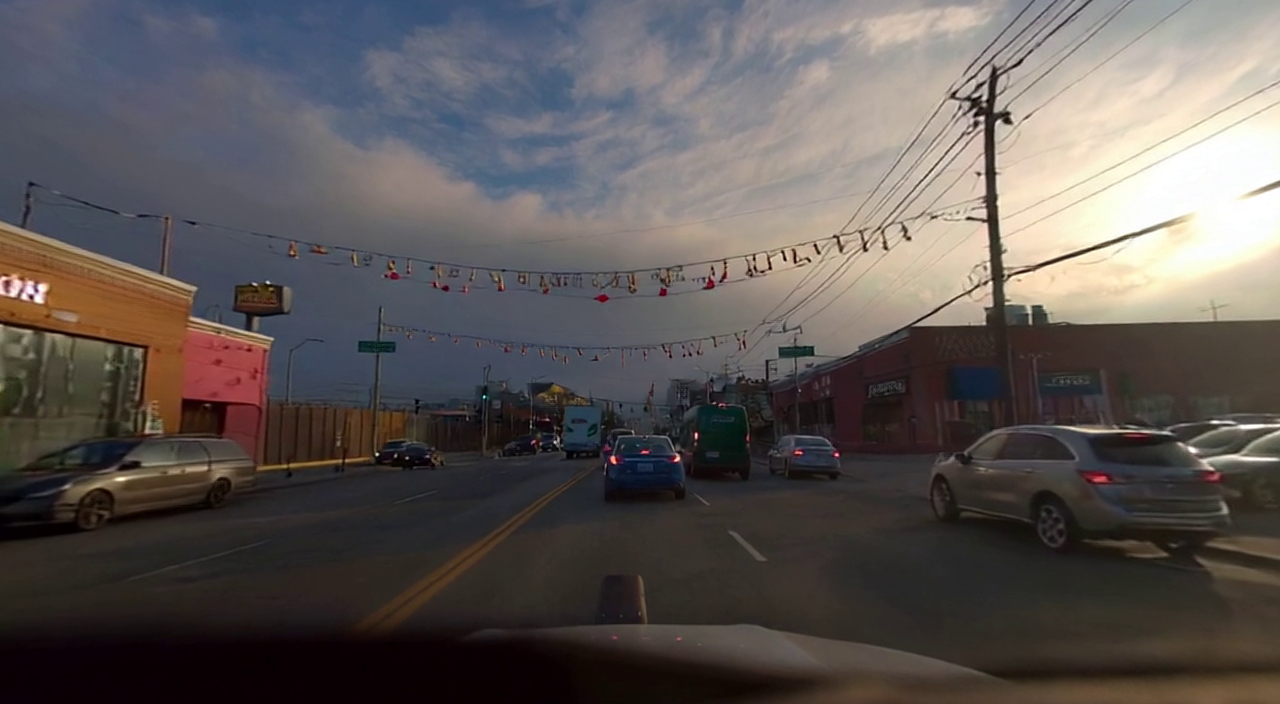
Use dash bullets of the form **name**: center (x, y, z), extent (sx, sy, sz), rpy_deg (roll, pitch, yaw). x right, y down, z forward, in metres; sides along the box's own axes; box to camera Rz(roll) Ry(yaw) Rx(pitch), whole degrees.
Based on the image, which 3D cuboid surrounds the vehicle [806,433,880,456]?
- **vehicle**: center (13.171, 6.042, 41.074), extent (4.185, 1.419, 1.686), rpy_deg (1, -9, -5)

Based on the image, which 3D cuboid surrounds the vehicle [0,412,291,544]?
- **vehicle**: center (-9.518, 2.265, 12.186), extent (2.385, 1.915, 5.803), rpy_deg (0, -8, -2)

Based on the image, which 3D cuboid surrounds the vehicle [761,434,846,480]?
- **vehicle**: center (5.810, 3.784, 23.016), extent (1.824, 1.481, 4.057), rpy_deg (0, -8, -3)

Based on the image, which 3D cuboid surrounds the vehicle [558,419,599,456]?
- **vehicle**: center (-4.322, 6.207, 45.720), extent (2.422, 2.461, 6.043), rpy_deg (0, -8, -1)

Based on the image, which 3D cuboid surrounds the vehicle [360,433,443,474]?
- **vehicle**: center (-9.973, 4.296, 26.799), extent (1.962, 1.529, 4.109), rpy_deg (2, -9, -2)

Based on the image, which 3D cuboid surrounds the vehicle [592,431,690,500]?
- **vehicle**: center (-0.080, 2.776, 15.883), extent (2.112, 1.464, 4.411), rpy_deg (0, -8, -2)

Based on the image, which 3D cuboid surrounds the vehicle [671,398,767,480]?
- **vehicle**: center (2.664, 3.193, 23.118), extent (2.649, 2.583, 5.800), rpy_deg (0, -8, -1)

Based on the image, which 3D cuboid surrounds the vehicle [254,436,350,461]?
- **vehicle**: center (-20.949, 6.018, 39.324), extent (4.877, 1.477, 1.826), rpy_deg (0, -8, -2)

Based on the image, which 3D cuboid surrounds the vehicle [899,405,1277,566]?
- **vehicle**: center (6.048, 1.855, 9.625), extent (2.079, 1.788, 4.974), rpy_deg (0, -8, 0)
